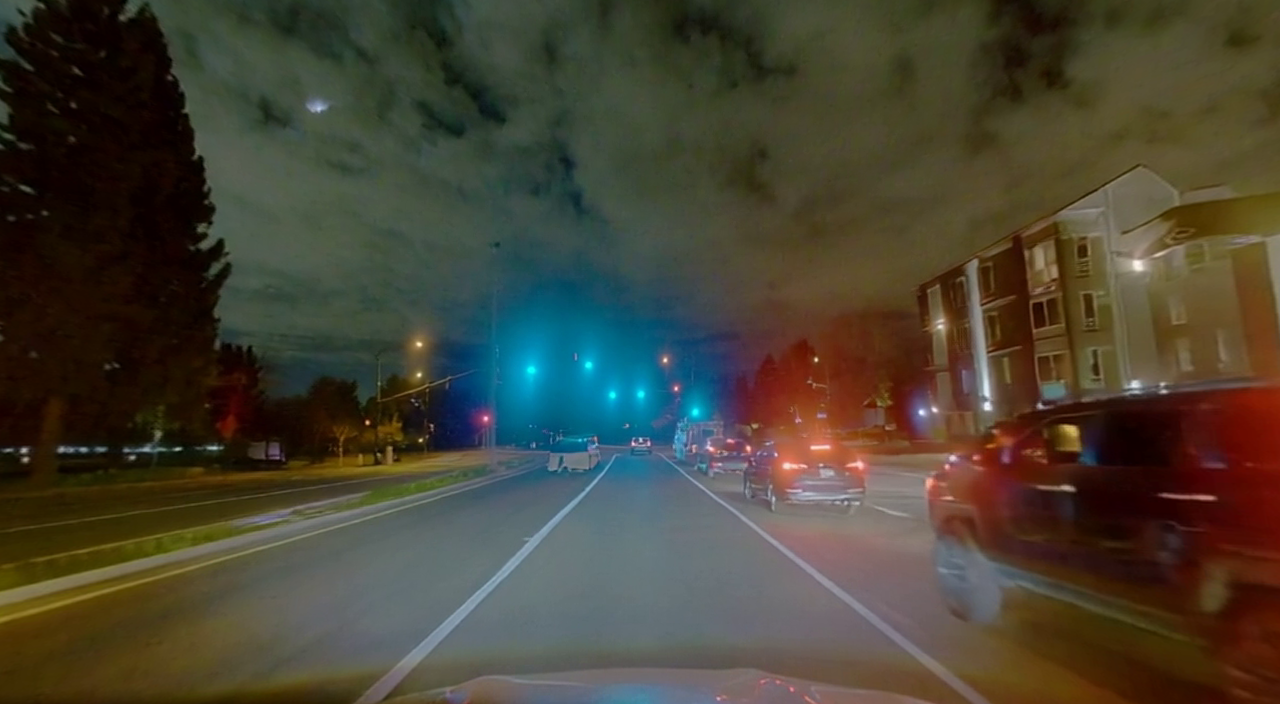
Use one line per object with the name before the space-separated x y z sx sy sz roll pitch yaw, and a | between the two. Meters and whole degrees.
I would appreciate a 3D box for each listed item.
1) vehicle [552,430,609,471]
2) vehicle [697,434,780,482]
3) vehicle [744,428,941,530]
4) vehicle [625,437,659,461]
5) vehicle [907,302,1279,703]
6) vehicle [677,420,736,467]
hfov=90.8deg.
vehicle | -2.591 4.449 28.629 2.083 1.691 4.398 0 -8 1
vehicle | 3.183 3.529 21.261 2.080 1.445 4.096 0 -8 -1
vehicle | 3.245 2.131 11.185 2.009 1.436 4.258 0 -8 -1
vehicle | 0.146 6.329 41.324 2.120 1.428 3.890 0 -8 1
vehicle | 3.287 0.834 3.071 1.985 1.772 4.479 0 -8 0
vehicle | 3.281 4.722 32.542 2.337 2.144 5.976 0 -8 0
